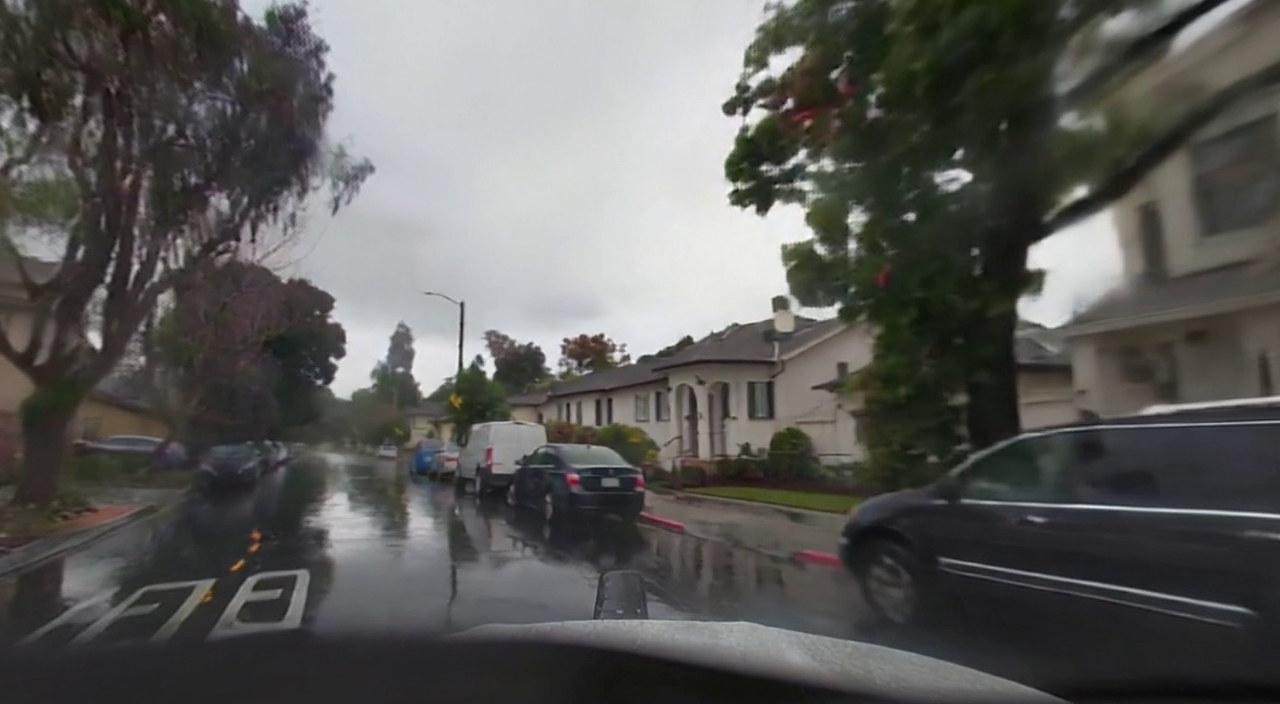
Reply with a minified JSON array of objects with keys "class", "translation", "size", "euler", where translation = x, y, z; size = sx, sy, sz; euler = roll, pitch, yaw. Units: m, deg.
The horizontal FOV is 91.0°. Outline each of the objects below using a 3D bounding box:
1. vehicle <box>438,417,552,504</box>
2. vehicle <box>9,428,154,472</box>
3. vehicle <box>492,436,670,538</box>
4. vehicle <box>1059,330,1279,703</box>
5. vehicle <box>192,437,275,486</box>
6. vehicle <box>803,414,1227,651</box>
[{"class":"vehicle","translation":[-4.343,2.958,18.221],"size":[1.993,2.129,4.893],"euler":[4,-7,-27]},{"class":"vehicle","translation":[-23.625,4.164,26.847],"size":[4.153,1.550,2.029],"euler":[5,-3,-28]},{"class":"vehicle","translation":[-1.362,2.443,12.311],"size":[1.828,1.442,4.476],"euler":[4,-7,-28]},{"class":"vehicle","translation":[5.116,0.999,3.856],"size":[4.585,1.969,2.046],"euler":[4,-10,-26]},{"class":"vehicle","translation":[-14.049,3.810,22.017],"size":[1.908,1.493,4.806],"euler":[7,-11,-27]},{"class":"vehicle","translation":[3.814,1.529,6.322],"size":[4.030,1.648,1.827],"euler":[4,-10,-31]}]
